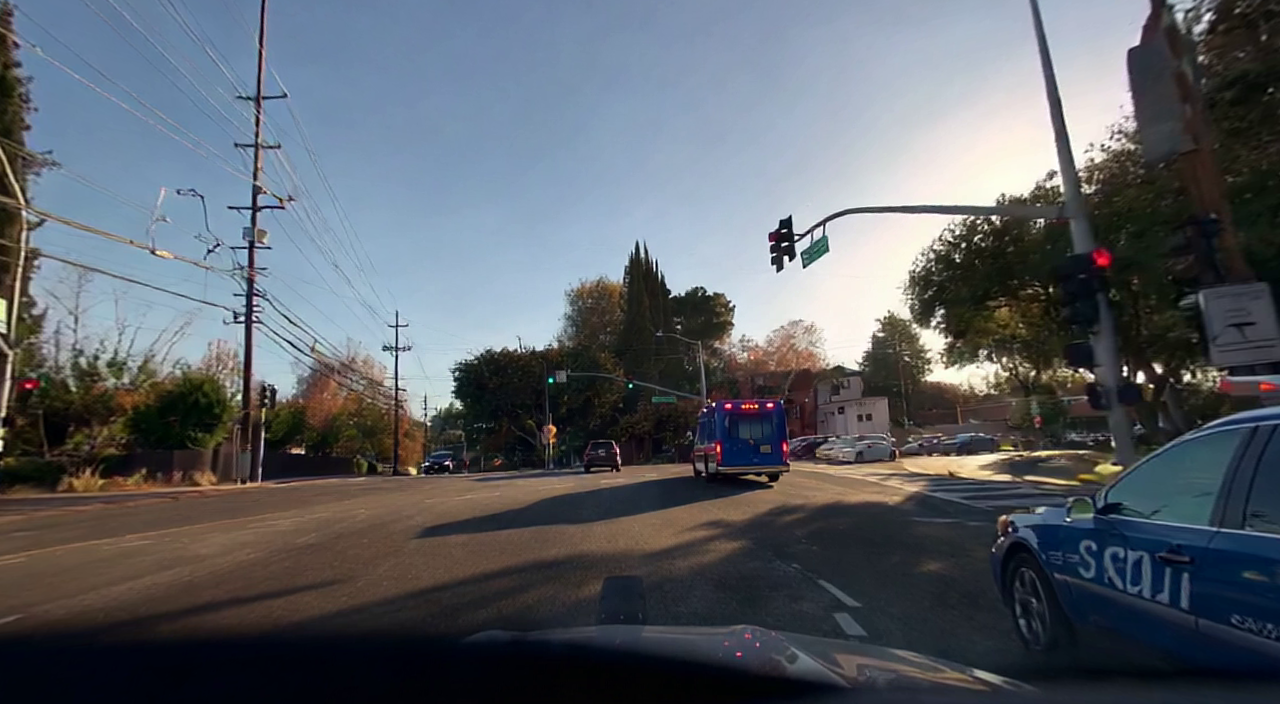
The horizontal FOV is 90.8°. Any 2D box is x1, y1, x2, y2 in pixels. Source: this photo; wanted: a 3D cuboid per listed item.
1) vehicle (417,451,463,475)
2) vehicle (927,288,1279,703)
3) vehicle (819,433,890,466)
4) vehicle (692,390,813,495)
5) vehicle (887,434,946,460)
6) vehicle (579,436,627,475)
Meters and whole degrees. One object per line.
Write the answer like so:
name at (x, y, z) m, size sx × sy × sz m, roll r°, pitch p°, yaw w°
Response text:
vehicle at (-13.409, 7.431, 42.703) m, size 2.053 × 1.474 × 4.489 m, roll 1°, pitch -8°, yaw -6°
vehicle at (3.448, 0.816, 2.848) m, size 2.194 × 1.922 × 4.822 m, roll -1°, pitch -8°, yaw 3°
vehicle at (11.410, 5.160, 33.512) m, size 3.936 × 1.594 × 1.860 m, roll 7°, pitch -11°, yaw -42°
vehicle at (3.127, 2.735, 19.141) m, size 2.406 × 2.687 × 5.521 m, roll 0°, pitch -8°, yaw -2°
vehicle at (17.521, 6.002, 39.915) m, size 4.078 × 1.582 × 1.920 m, roll 8°, pitch -12°, yaw -44°
vehicle at (-1.781, 4.891, 29.974) m, size 2.114 × 1.707 × 3.725 m, roll 0°, pitch -8°, yaw -5°
